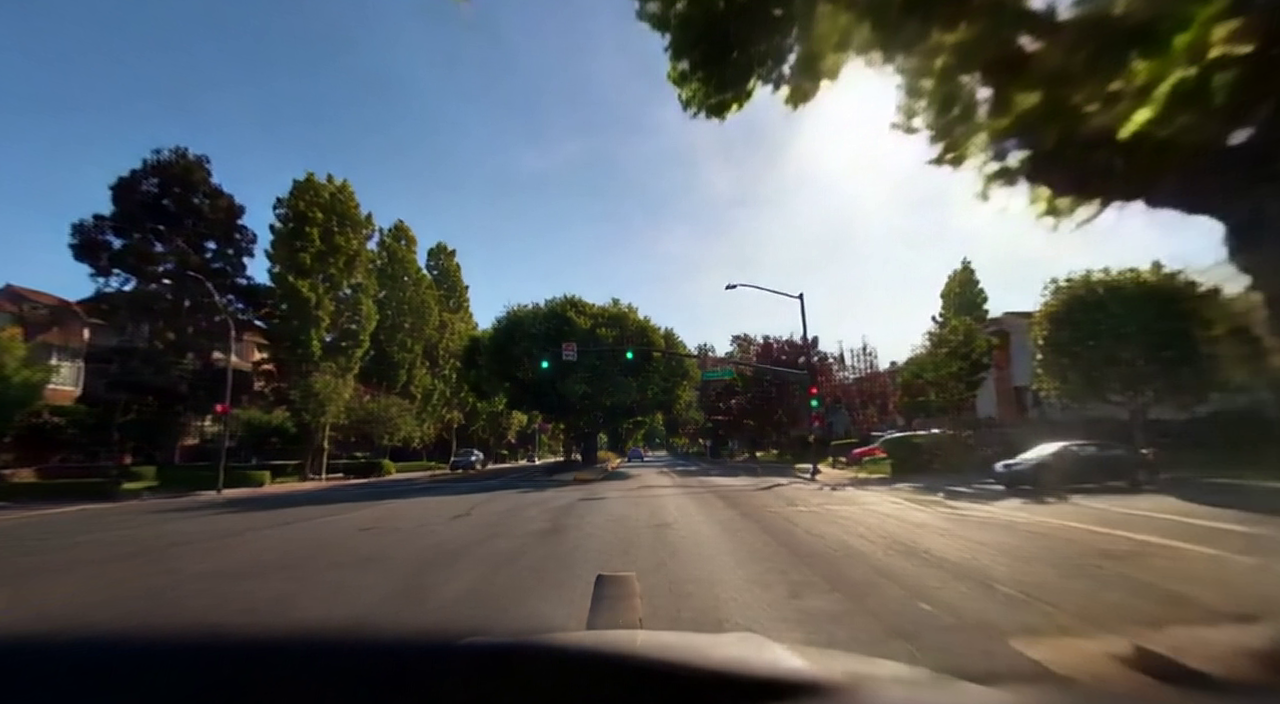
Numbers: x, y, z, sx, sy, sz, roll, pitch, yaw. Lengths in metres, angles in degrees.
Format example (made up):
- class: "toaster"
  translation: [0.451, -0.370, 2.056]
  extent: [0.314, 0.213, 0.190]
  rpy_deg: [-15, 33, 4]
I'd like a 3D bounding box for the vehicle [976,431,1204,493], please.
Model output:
- class: "vehicle"
  translation: [12.001, 2.961, 17.111]
  extent: [4.611, 1.505, 2.029]
  rpy_deg: [0, -9, -1]
